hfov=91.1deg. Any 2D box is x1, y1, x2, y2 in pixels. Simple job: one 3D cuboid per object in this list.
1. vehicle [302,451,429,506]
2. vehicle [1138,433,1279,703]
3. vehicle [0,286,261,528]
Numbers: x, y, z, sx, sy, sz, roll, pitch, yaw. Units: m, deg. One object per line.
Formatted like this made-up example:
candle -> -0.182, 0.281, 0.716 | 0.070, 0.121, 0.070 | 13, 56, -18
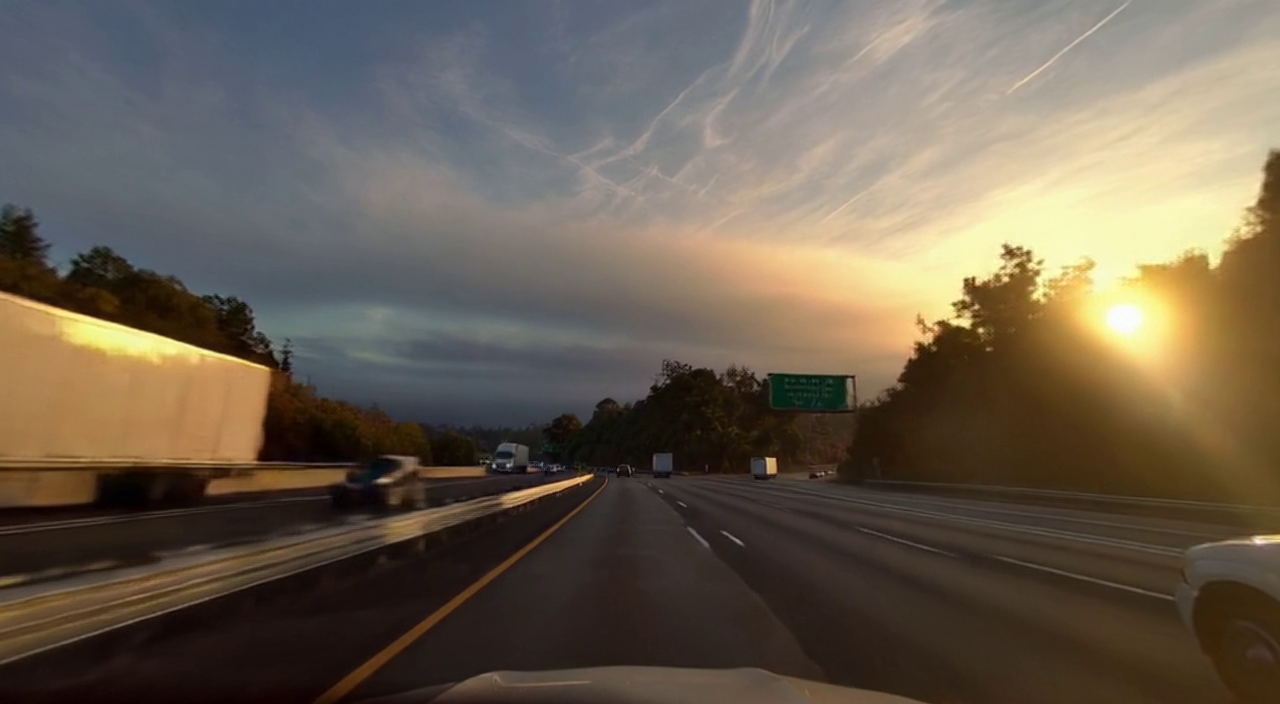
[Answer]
vehicle -> -8.681, 4.068, 20.416 | 2.176, 1.548, 4.347 | 1, -10, -1
vehicle -> 4.004, 0.880, 1.397 | 1.965, 1.502, 4.599 | 1, -10, -1
vehicle -> -12.748, 0.789, 10.132 | 2.975, 4.187, 16.809 | 1, -10, -1
